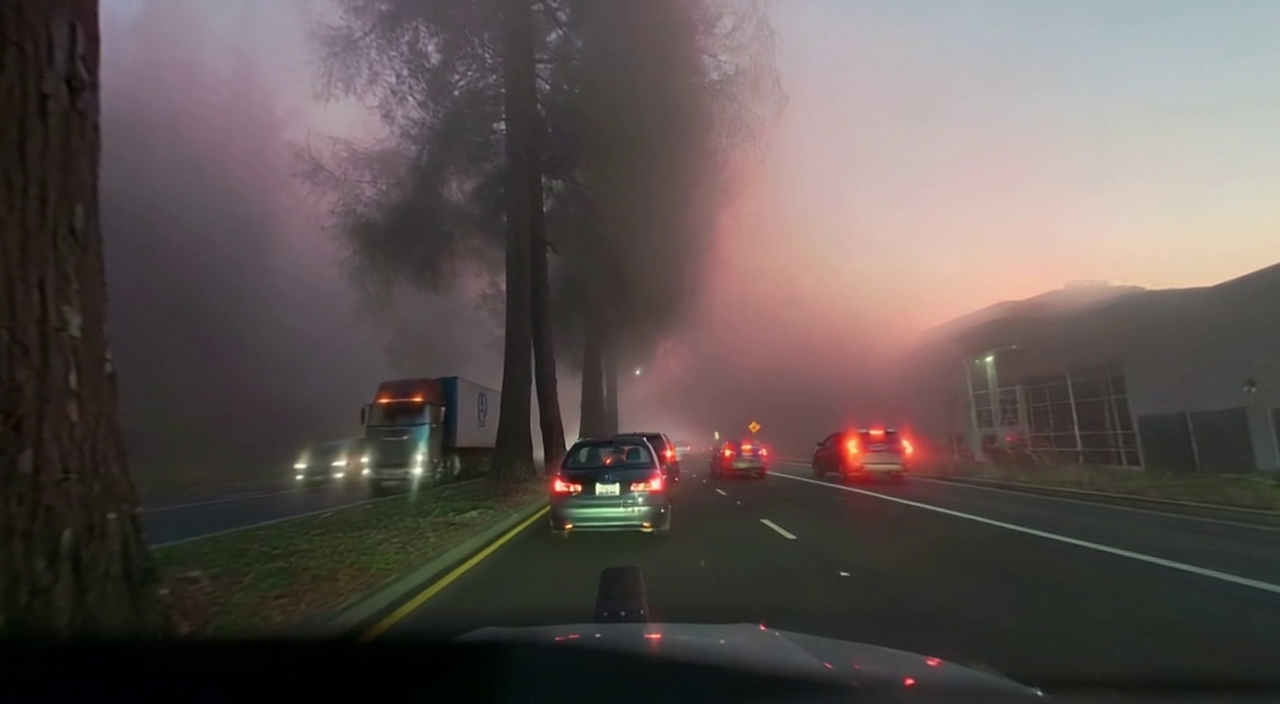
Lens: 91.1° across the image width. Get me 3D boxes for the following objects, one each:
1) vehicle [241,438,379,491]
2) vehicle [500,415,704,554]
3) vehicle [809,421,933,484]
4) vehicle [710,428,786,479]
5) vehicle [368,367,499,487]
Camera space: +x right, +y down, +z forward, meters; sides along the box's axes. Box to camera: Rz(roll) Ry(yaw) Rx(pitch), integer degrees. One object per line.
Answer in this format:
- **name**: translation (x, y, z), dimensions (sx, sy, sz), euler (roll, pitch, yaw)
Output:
- **vehicle**: translation (-14.018, 4.800, 27.307), dimensions (2.394, 2.012, 6.232), euler (0, -8, 3)
- **vehicle**: translation (-0.438, 1.814, 9.227), dimensions (2.315, 1.563, 4.080), euler (0, -8, 0)
- **vehicle**: translation (7.885, 3.514, 22.111), dimensions (2.425, 1.936, 5.081), euler (0, -8, 0)
- **vehicle**: translation (4.005, 3.871, 24.121), dimensions (2.090, 1.763, 4.560), euler (0, -8, 0)
- **vehicle**: translation (-8.140, 3.157, 25.789), dimensions (3.043, 4.303, 6.343), euler (0, -8, 1)
